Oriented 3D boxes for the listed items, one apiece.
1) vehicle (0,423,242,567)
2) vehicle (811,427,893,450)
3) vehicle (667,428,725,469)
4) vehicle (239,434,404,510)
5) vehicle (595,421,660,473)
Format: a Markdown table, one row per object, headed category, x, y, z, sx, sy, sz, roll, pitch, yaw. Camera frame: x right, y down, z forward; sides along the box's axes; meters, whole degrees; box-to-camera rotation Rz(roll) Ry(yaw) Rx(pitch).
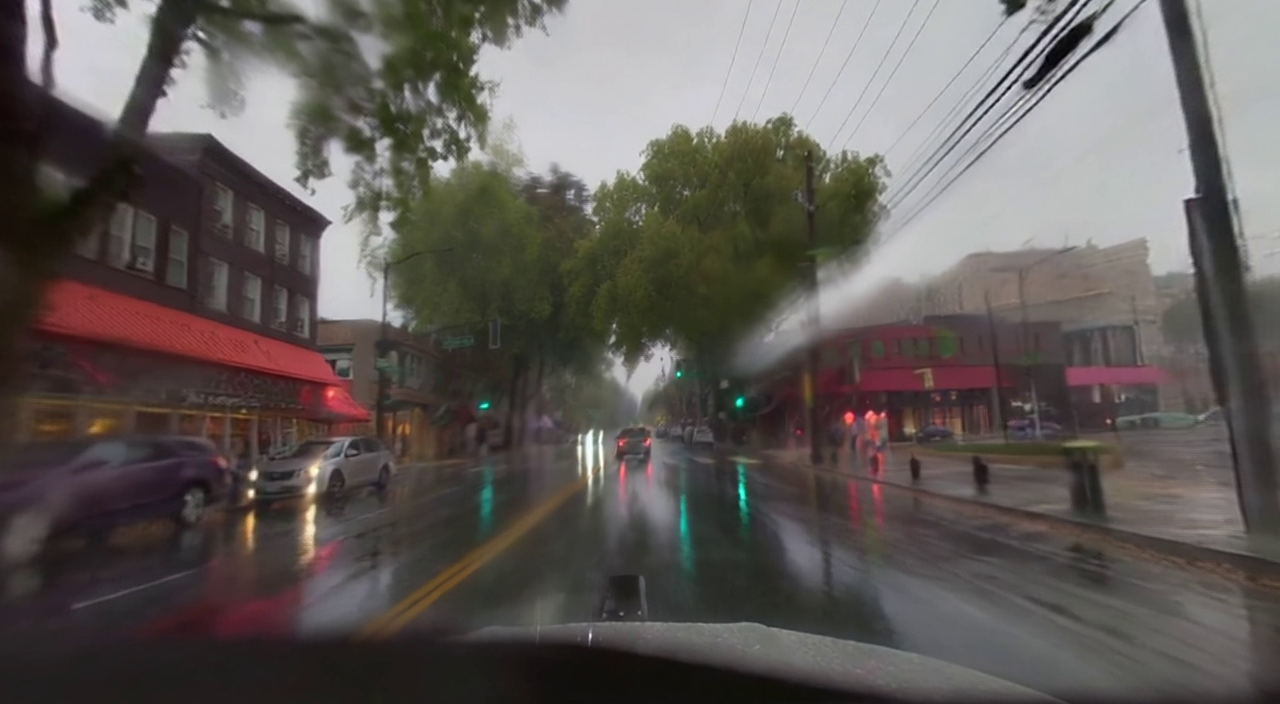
| category | x | y | z | sx | sy | sz | roll | pitch | yaw |
| --- | --- | --- | --- | --- | --- | --- | --- | --- | --- |
| vehicle | -9.665 | 2.285 | 10.954 | 1.980 | 1.931 | 5.487 | 0 | -8 | -1 |
| vehicle | 14.033 | 5.761 | 41.999 | 4.713 | 1.493 | 1.875 | 0 | -8 | -4 |
| vehicle | 2.325 | 4.128 | 27.197 | 1.998 | 1.580 | 4.015 | 0 | -8 | -2 |
| vehicle | -9.683 | 3.670 | 20.024 | 2.048 | 1.985 | 6.011 | 0 | -8 | 0 |
| vehicle | -0.497 | 3.742 | 25.101 | 2.301 | 1.854 | 4.919 | 0 | -8 | -1 |
